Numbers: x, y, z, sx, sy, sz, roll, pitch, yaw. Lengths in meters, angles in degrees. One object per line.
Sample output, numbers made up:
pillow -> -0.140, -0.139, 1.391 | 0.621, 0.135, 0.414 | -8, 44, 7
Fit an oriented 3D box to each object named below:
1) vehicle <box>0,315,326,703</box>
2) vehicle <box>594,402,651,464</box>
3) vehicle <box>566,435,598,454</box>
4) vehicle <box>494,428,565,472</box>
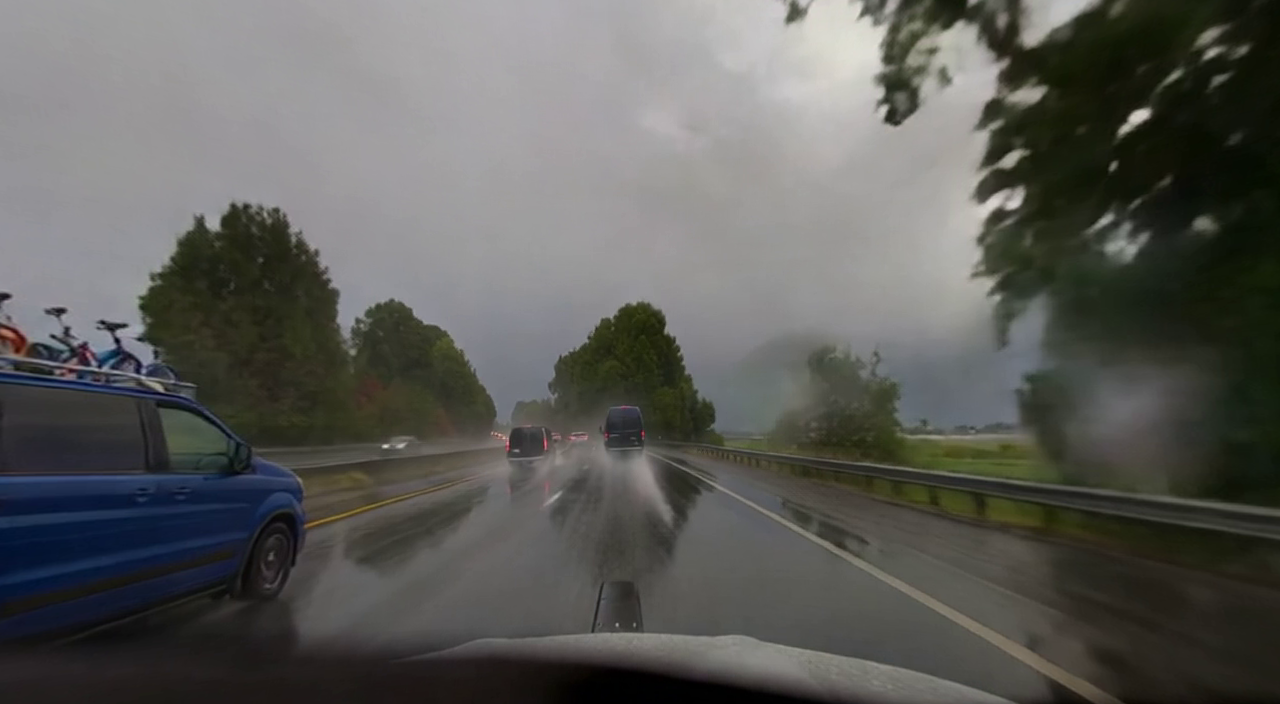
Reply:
vehicle -> -3.690, 0.782, 2.962 | 2.069, 1.751, 4.720 | 0, -8, -1
vehicle -> -0.947, 4.279, 32.886 | 2.647, 2.896, 6.480 | 0, -8, -2
vehicle -> -4.516, 7.337, 49.996 | 2.251, 1.459, 4.236 | 0, -8, -2
vehicle -> -4.384, 3.959, 25.654 | 2.110, 1.636, 4.453 | 0, -8, -1
